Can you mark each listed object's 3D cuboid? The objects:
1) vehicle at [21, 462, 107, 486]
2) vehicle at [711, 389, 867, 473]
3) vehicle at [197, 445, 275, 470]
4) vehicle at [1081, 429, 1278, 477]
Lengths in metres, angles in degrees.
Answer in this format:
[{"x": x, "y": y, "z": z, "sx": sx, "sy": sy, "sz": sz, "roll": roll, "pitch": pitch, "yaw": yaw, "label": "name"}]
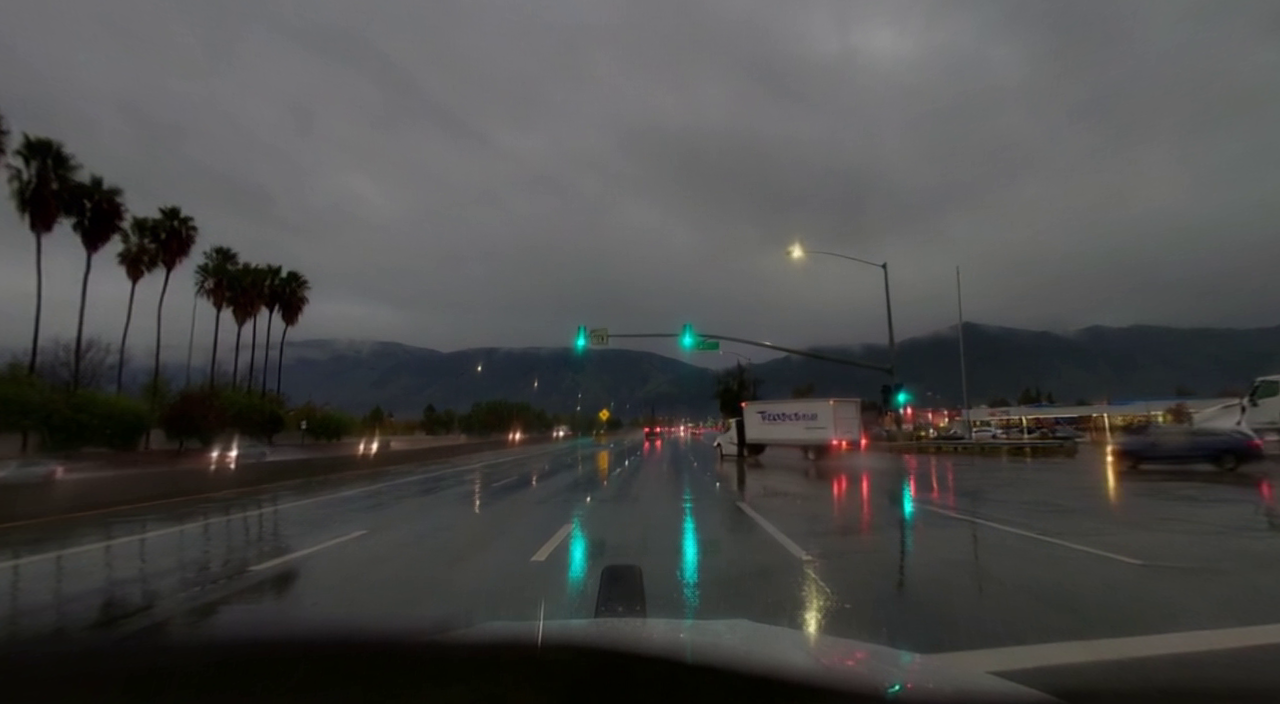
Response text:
[{"x": -39.806, "y": 8.439, "z": 43.520, "sx": 1.689, "sy": 1.434, "sz": 3.999, "roll": -2, "pitch": -9, "yaw": 13, "label": "vehicle"}, {"x": 6.730, "y": 3.802, "z": 29.669, "sx": 3.237, "sy": 3.414, "sz": 7.088, "roll": 5, "pitch": -10, "yaw": -27, "label": "vehicle"}, {"x": -26.211, "y": 6.836, "z": 40.926, "sx": 1.868, "sy": 1.469, "sz": 4.746, "roll": 0, "pitch": -9, "yaw": 1, "label": "vehicle"}, {"x": 17.841, "y": 3.368, "z": 21.048, "sx": 4.508, "sy": 1.493, "sz": 1.907, "roll": -2, "pitch": -9, "yaw": 17, "label": "vehicle"}]
